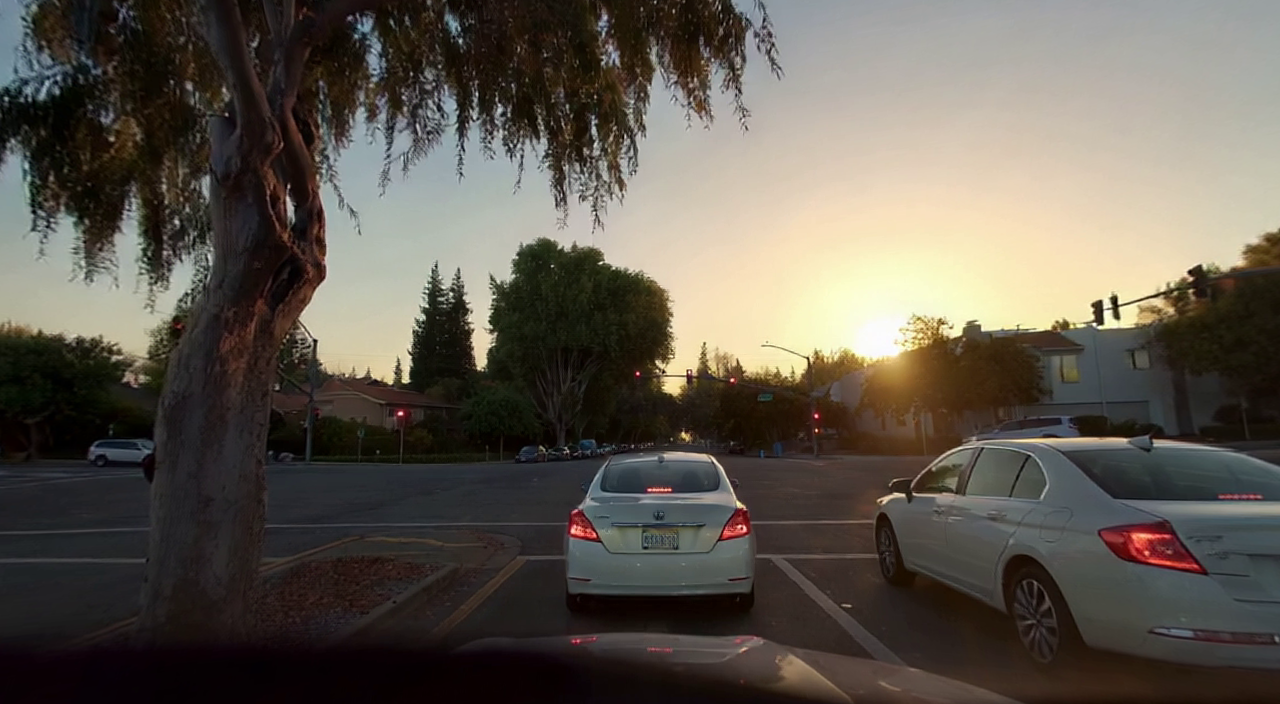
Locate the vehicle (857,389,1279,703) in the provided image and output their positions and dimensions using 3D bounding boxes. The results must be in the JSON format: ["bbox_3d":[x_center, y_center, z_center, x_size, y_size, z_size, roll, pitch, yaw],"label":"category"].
[{"bbox_3d":[3.171,1.126,3.898,1.931,1.493,4.555,0,-8,-1],"label":"vehicle"}]

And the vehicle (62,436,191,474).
[{"bbox_3d":[-24.309,4.868,29.981,4.450,1.684,1.894,0,-8,0],"label":"vehicle"}]

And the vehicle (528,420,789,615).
[{"bbox_3d":[0.104,1.563,6.875,2.017,1.485,3.813,0,-8,-1],"label":"vehicle"}]
